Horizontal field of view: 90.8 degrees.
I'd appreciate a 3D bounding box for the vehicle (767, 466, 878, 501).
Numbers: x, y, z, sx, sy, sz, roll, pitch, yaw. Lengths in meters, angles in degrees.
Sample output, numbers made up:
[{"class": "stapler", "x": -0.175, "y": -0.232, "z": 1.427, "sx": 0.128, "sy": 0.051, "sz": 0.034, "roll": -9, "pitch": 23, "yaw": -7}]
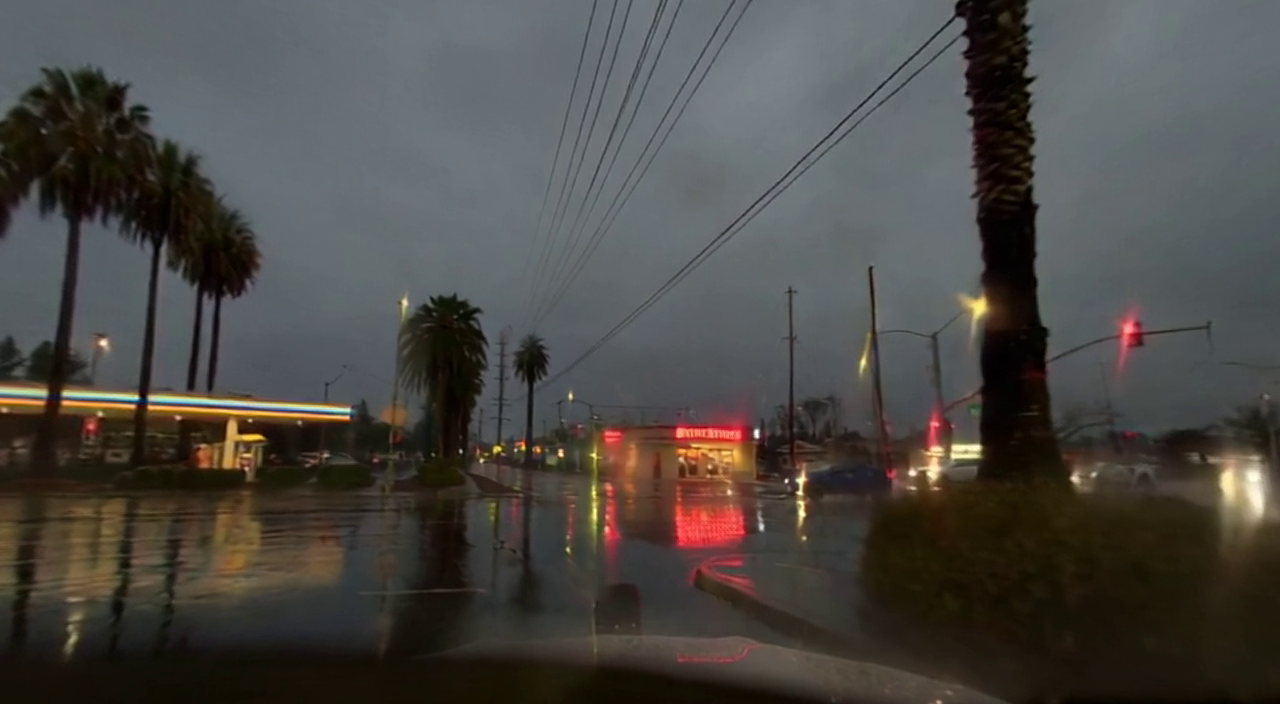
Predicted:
[{"class": "vehicle", "x": 8.389, "y": 6.029, "z": 29.122, "sx": 4.570, "sy": 1.480, "sz": 1.873, "roll": 3, "pitch": -9, "yaw": -16}]
